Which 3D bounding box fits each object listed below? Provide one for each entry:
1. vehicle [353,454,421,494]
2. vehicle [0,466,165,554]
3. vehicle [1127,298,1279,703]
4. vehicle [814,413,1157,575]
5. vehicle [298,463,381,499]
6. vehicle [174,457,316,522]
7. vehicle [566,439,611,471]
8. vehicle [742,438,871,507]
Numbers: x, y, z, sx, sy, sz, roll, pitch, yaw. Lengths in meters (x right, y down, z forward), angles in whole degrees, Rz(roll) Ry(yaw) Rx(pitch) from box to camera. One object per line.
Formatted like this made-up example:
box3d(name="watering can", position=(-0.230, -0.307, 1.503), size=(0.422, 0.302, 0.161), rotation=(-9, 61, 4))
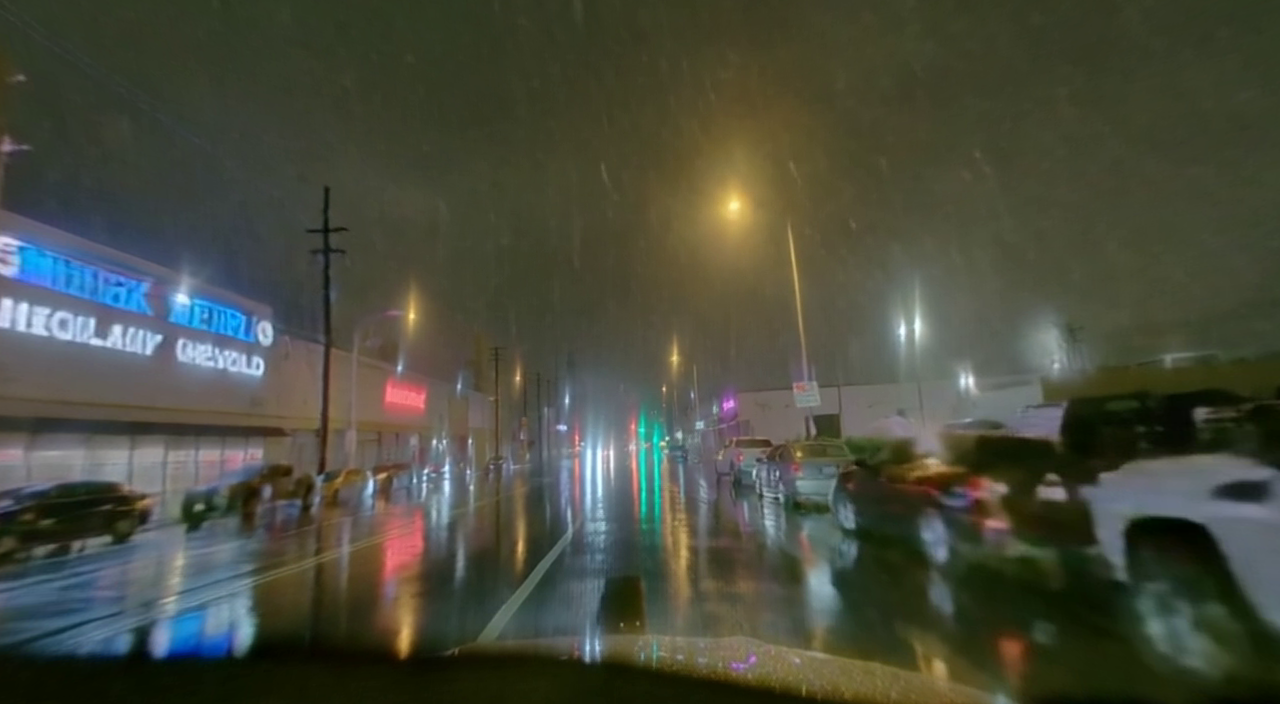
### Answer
box3d(name="vehicle", position=(-15.022, 7.211, 37.797), size=(2.081, 1.791, 4.799), rotation=(-6, -7, -1))
box3d(name="vehicle", position=(-15.164, 4.080, 16.547), size=(2.020, 1.695, 4.629), rotation=(-6, -7, -2))
box3d(name="vehicle", position=(3.762, 0.423, 0.682), size=(2.180, 1.847, 5.196), rotation=(0, -9, -2))
box3d(name="vehicle", position=(3.936, 1.682, 8.190), size=(2.149, 1.563, 3.880), rotation=(0, -9, -1))
box3d(name="vehicle", position=(-15.170, 6.522, 32.191), size=(2.049, 1.496, 4.338), rotation=(-1, -8, 1))
box3d(name="vehicle", position=(-15.310, 5.297, 24.962), size=(2.124, 1.835, 5.450), rotation=(-6, -7, 0))
box3d(name="vehicle", position=(-3.211, 6.504, 40.080), size=(2.348, 1.831, 4.737), rotation=(0, -8, 1))
box3d(name="vehicle", position=(3.915, 2.915, 15.754), size=(1.862, 1.451, 4.544), rotation=(0, -9, -1))
